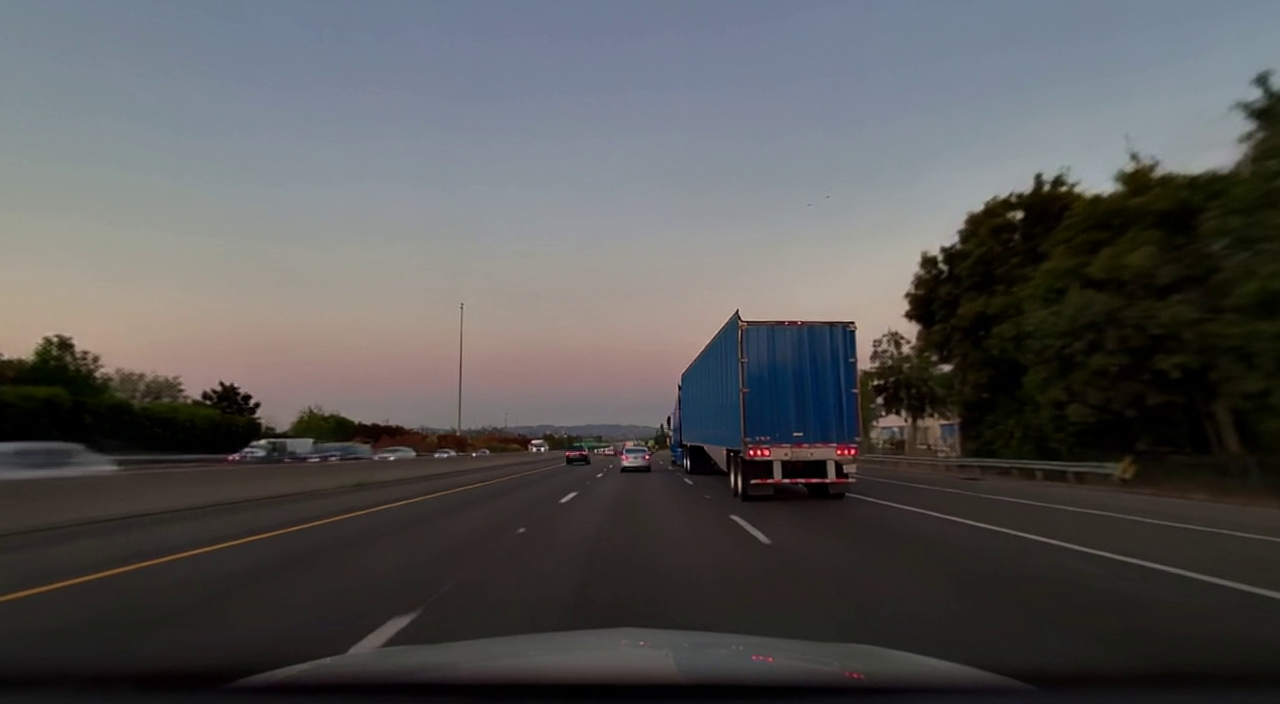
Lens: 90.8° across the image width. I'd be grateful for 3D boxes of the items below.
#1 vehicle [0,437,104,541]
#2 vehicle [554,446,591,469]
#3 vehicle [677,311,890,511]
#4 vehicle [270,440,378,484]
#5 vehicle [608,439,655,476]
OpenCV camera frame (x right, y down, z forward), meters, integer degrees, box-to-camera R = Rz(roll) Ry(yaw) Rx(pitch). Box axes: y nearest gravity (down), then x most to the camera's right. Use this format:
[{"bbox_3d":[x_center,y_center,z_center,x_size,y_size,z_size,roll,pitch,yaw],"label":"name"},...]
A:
[{"bbox_3d":[-10.180,1.885,8.546,2.009,1.472,4.305,0,-9,1],"label":"vehicle"},{"bbox_3d":[-4.467,7.050,42.444,1.995,1.491,4.317,0,-9,0],"label":"vehicle"},{"bbox_3d":[3.387,2.385,20.982,2.996,4.123,15.965,0,-9,-1],"label":"vehicle"},{"bbox_3d":[-14.186,4.945,28.797,2.094,1.806,5.307,0,-9,1],"label":"vehicle"},{"bbox_3d":[-0.385,5.235,31.542,2.191,1.685,4.015,0,-9,0],"label":"vehicle"}]
